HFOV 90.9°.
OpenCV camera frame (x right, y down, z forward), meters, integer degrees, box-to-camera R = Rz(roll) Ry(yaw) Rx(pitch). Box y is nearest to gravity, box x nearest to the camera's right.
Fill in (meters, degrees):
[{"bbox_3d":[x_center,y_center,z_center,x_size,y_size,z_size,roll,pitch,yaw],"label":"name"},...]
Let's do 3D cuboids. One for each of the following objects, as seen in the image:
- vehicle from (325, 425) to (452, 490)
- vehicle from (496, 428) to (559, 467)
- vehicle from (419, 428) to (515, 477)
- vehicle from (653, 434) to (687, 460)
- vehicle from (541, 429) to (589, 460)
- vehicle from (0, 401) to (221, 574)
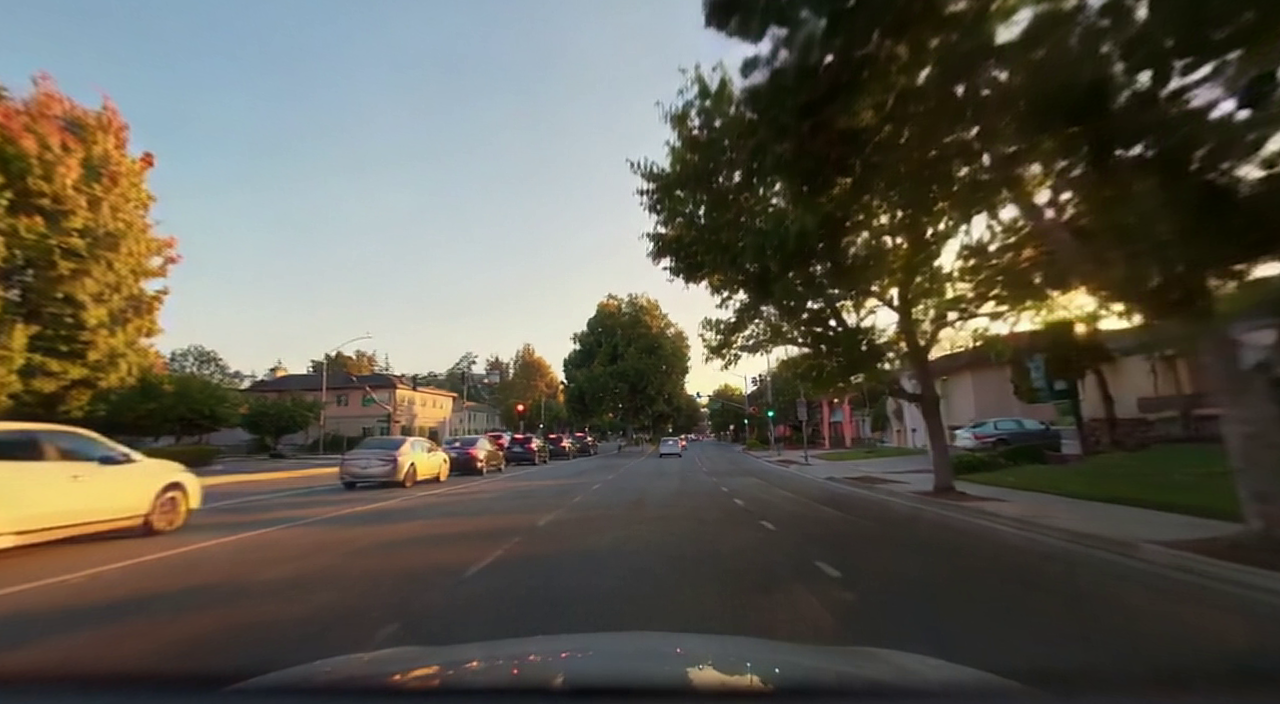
[{"bbox_3d":[-6.911,2.939,17.787,1.870,1.616,3.765,0,-8,3],"label":"vehicle"},{"bbox_3d":[-5.668,4.904,32.494,1.951,1.809,4.917,0,-8,5],"label":"vehicle"},{"bbox_3d":[-6.399,3.796,23.982,2.121,1.630,4.642,0,-8,3],"label":"vehicle"},{"bbox_3d":[2.140,6.560,43.743,2.197,1.682,3.642,0,-8,5],"label":"vehicle"},{"bbox_3d":[-4.853,6.117,41.618,2.111,1.864,4.932,0,-8,5],"label":"vehicle"},{"bbox_3d":[-6.933,1.362,6.597,1.988,1.597,4.404,0,-8,1],"label":"vehicle"}]
